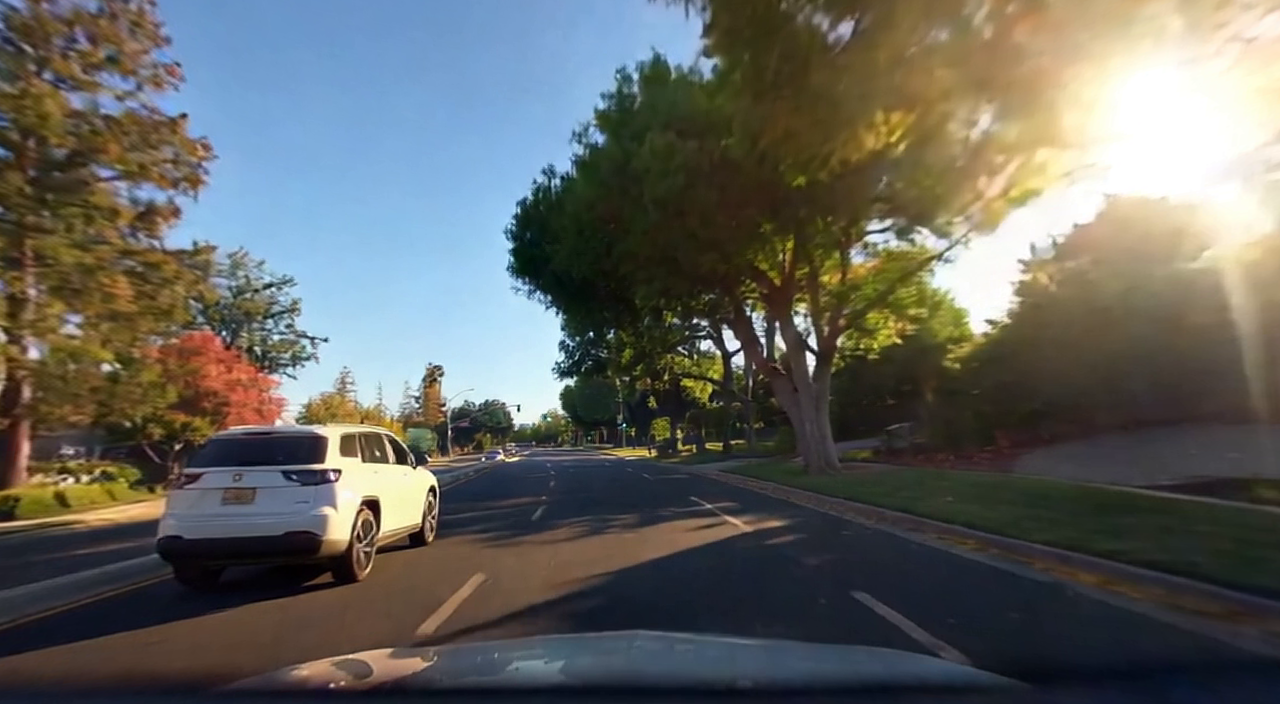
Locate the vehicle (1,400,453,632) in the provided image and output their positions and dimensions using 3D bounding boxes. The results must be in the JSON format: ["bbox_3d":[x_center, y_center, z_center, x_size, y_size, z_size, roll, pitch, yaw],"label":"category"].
[{"bbox_3d":[-3.855,1.585,7.177,2.175,1.772,4.442,0,-8,-1],"label":"vehicle"}]
